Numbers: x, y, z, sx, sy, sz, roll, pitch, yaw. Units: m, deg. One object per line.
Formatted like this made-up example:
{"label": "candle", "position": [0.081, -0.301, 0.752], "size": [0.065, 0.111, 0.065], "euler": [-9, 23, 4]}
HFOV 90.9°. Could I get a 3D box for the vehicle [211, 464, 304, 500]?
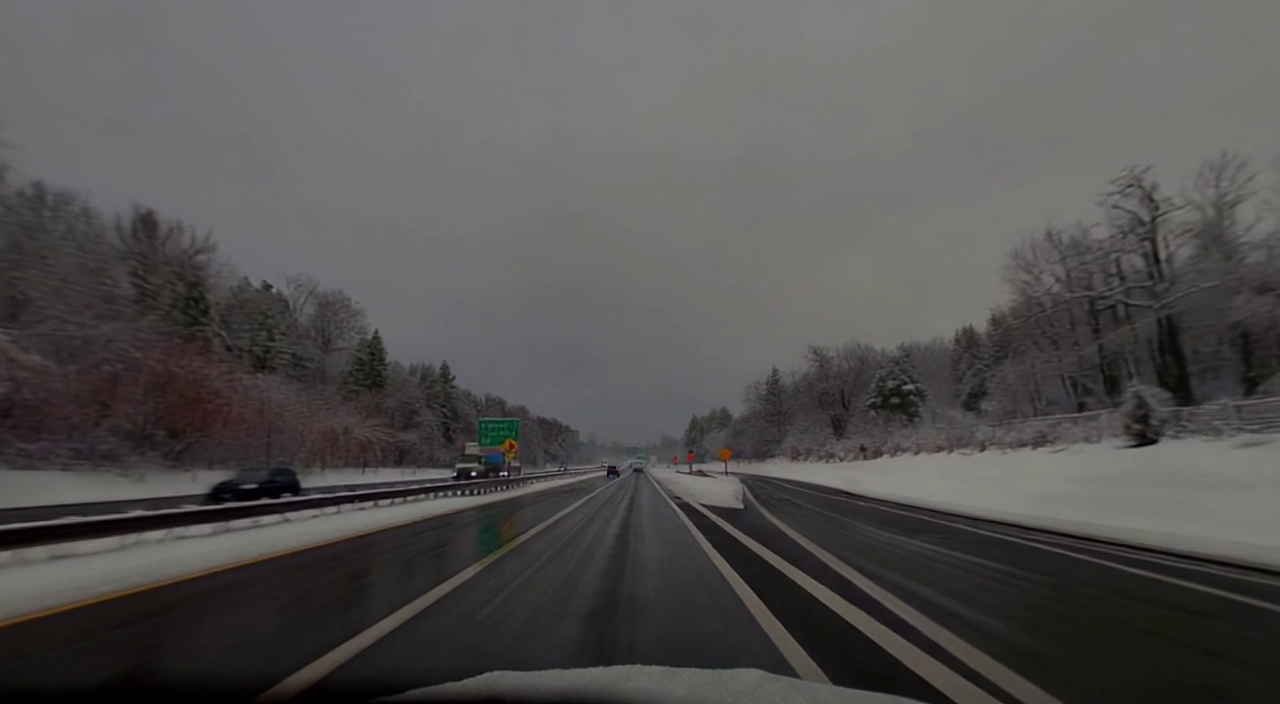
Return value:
{"label": "vehicle", "position": [-17.038, 5.798, 28.286], "size": [1.738, 1.435, 3.776], "euler": [1, -10, 1]}
